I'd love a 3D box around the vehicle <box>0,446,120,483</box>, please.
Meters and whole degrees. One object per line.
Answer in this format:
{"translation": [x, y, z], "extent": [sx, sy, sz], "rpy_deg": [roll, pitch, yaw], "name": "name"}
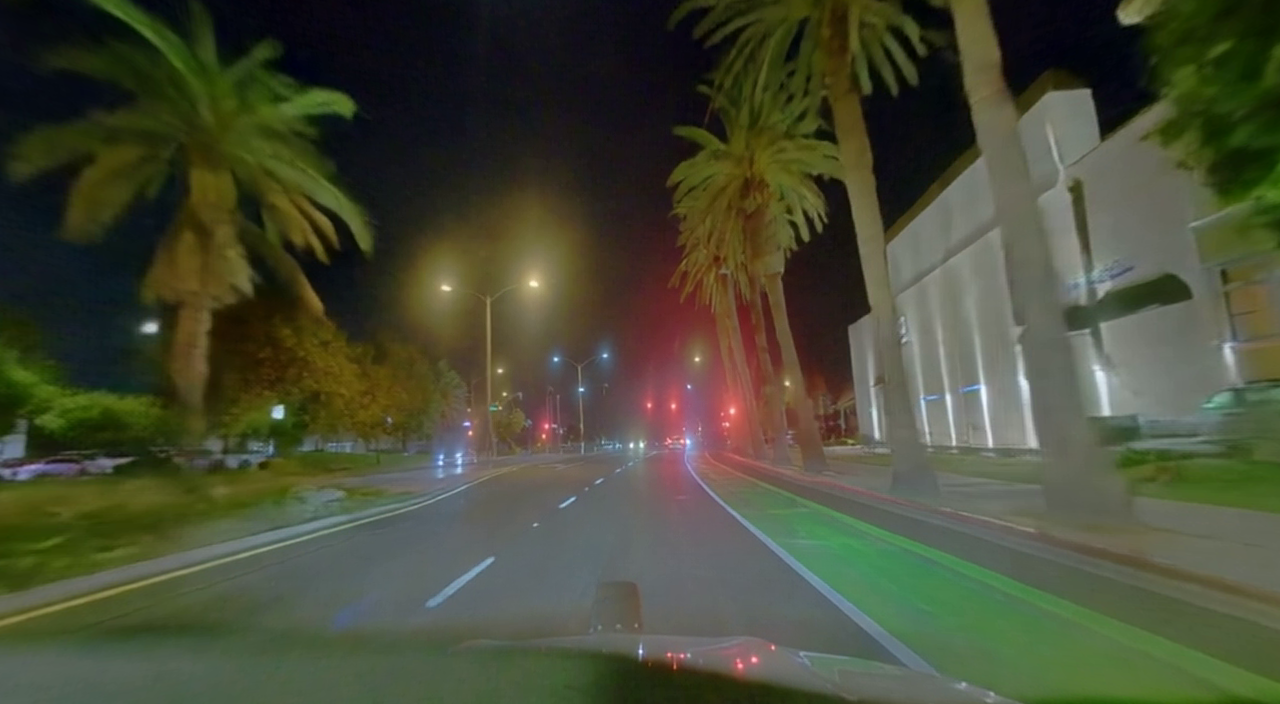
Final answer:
{"translation": [-30.477, 5.778, 32.664], "extent": [5.174, 1.778, 2.292], "rpy_deg": [-1, -8, 3], "name": "vehicle"}
